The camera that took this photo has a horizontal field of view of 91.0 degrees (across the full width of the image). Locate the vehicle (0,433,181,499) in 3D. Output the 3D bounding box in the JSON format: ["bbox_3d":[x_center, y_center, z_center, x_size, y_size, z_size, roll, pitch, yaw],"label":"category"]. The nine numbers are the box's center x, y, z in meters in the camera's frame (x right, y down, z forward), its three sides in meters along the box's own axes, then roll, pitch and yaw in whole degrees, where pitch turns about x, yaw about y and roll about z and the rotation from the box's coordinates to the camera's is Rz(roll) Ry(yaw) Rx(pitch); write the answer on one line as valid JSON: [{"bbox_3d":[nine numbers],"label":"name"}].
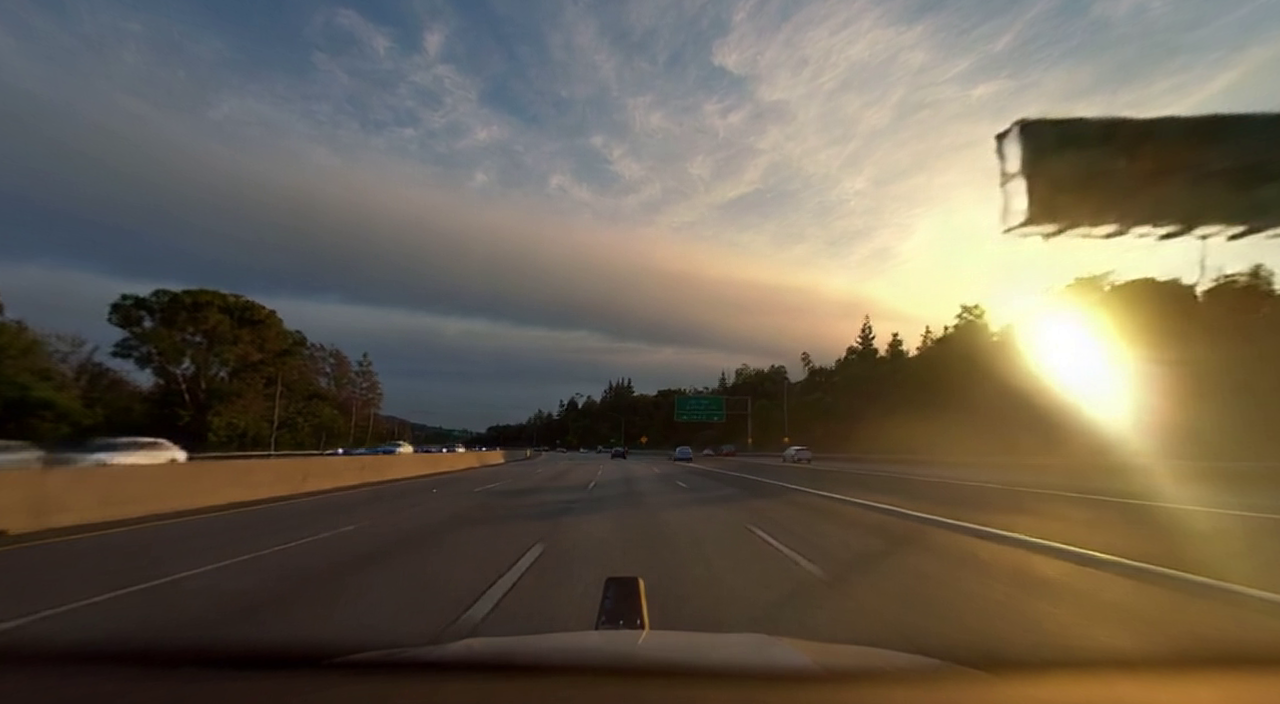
[{"bbox_3d":[-19.897,4.052,22.697,2.374,2.041,5.885,0,-9,-2],"label":"vehicle"}]
